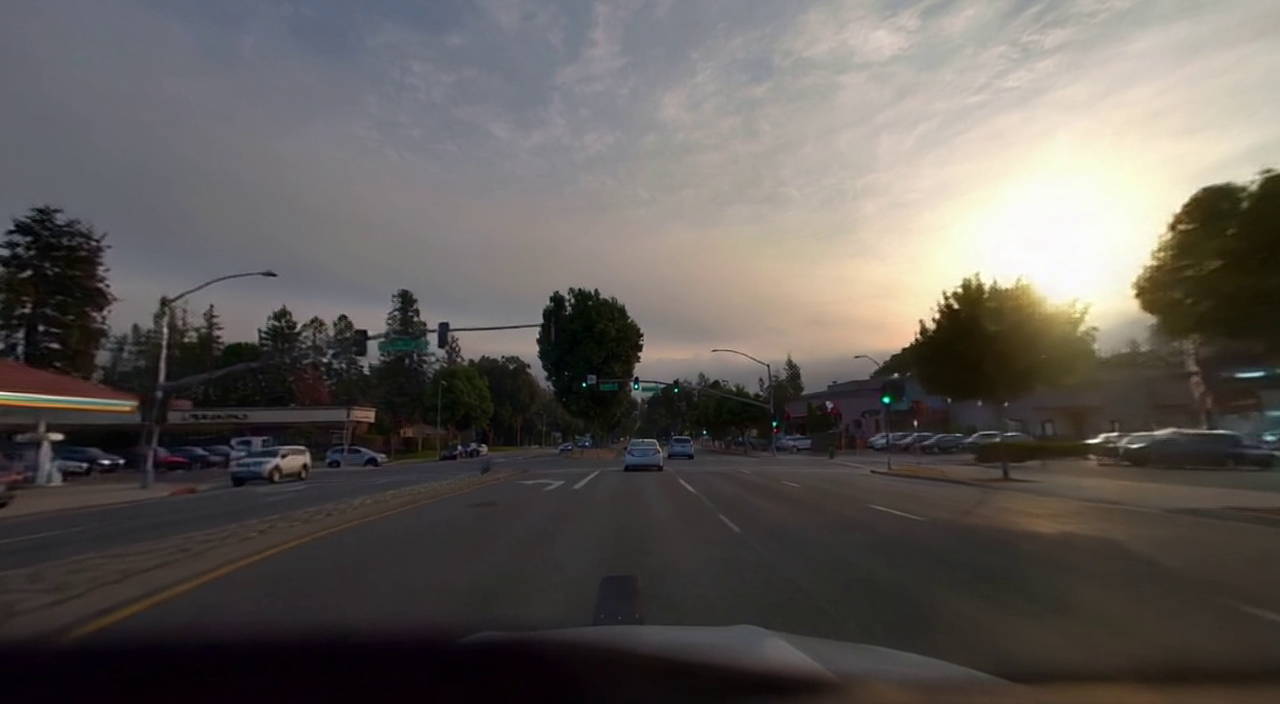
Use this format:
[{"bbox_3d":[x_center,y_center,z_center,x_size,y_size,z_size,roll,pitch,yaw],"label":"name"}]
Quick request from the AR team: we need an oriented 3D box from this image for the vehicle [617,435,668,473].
[{"bbox_3d":[0.101,4.562,28.464,2.145,1.572,4.021,0,-8,0],"label":"vehicle"}]

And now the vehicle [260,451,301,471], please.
[{"bbox_3d":[-28.200,8.494,49.285,1.953,1.415,4.553,7,-10,-39],"label":"vehicle"}]

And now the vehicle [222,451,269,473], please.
[{"bbox_3d":[-28.474,7.894,45.344,2.022,1.455,4.478,7,-11,-41],"label":"vehicle"}]

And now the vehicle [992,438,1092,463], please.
[{"bbox_3d":[24.821,6.080,39.006,4.788,1.481,1.959,0,-8,2],"label":"vehicle"}]

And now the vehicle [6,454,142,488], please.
[{"bbox_3d":[-27.925,5.833,31.232,1.938,1.462,4.510,-4,-9,28],"label":"vehicle"}]

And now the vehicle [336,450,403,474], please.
[{"bbox_3d":[-18.898,7.672,44.279,2.311,1.485,5.817,0,-8,-2],"label":"vehicle"}]

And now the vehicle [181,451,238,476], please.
[{"bbox_3d":[-28.694,7.384,41.902,4.436,1.464,1.999,-7,-11,41],"label":"vehicle"}]

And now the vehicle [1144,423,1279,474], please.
[{"bbox_3d":[20.458,3.332,22.006,1.950,1.519,4.860,-4,-9,5],"label":"vehicle"}]
